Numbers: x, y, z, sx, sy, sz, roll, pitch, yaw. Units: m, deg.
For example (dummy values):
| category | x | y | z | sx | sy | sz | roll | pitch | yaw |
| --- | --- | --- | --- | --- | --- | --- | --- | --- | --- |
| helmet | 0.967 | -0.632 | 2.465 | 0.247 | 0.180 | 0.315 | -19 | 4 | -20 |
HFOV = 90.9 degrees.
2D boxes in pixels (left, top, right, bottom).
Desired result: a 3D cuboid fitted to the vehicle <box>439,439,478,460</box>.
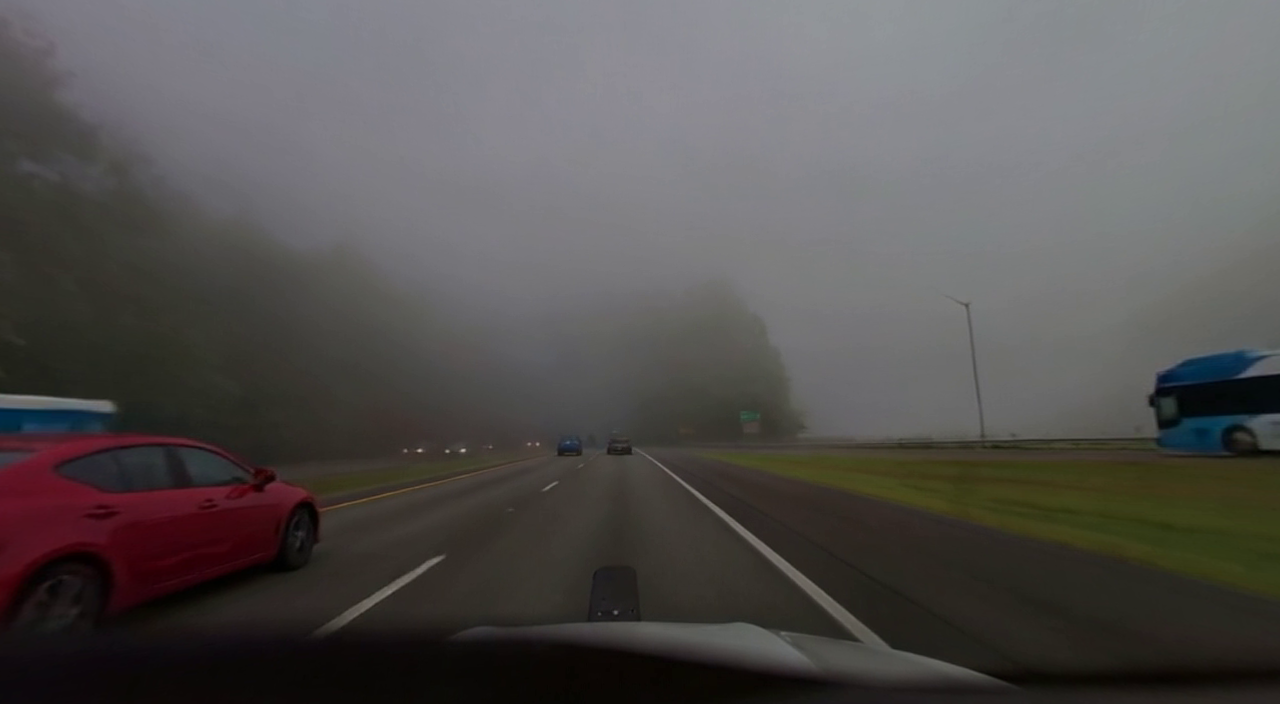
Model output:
| category | x | y | z | sx | sy | sz | roll | pitch | yaw |
| --- | --- | --- | --- | --- | --- | --- | --- | --- | --- |
| vehicle | -13.462 | 7.247 | 47.023 | 1.794 | 1.453 | 3.824 | 0 | -8 | -1 |

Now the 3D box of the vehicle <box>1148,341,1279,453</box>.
| category | x | y | z | sx | sy | sz | roll | pitch | yaw |
| --- | --- | --- | --- | --- | --- | --- | --- | --- | --- |
| vehicle | 24.100 | 1.805 | 24.189 | 3.119 | 3.973 | 6.022 | -1 | -9 | -14 |

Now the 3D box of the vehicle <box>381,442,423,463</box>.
| category | x | y | z | sx | sy | sz | roll | pitch | yaw |
| --- | --- | --- | --- | --- | --- | --- | --- | --- | --- |
| vehicle | -17.152 | 7.210 | 45.500 | 1.686 | 1.417 | 3.443 | 0 | -8 | 0 |

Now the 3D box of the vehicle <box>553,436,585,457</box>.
| category | x | y | z | sx | sy | sz | roll | pitch | yaw |
| --- | --- | --- | --- | --- | --- | --- | --- | --- | --- |
| vehicle | -5.070 | 6.752 | 45.387 | 1.907 | 1.445 | 4.049 | 0 | -8 | -1 |

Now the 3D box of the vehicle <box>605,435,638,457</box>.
| category | x | y | z | sx | sy | sz | roll | pitch | yaw |
| --- | --- | --- | --- | --- | --- | --- | --- | --- | --- |
| vehicle | -1.270 | 6.543 | 44.109 | 2.162 | 1.460 | 4.242 | 0 | -8 | -1 |

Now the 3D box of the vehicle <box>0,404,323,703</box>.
| category | x | y | z | sx | sy | sz | roll | pitch | yaw |
| --- | --- | --- | --- | --- | --- | --- | --- | --- | --- |
| vehicle | -4.091 | 1.135 | 4.076 | 1.958 | 1.477 | 4.121 | 0 | -8 | -1 |
